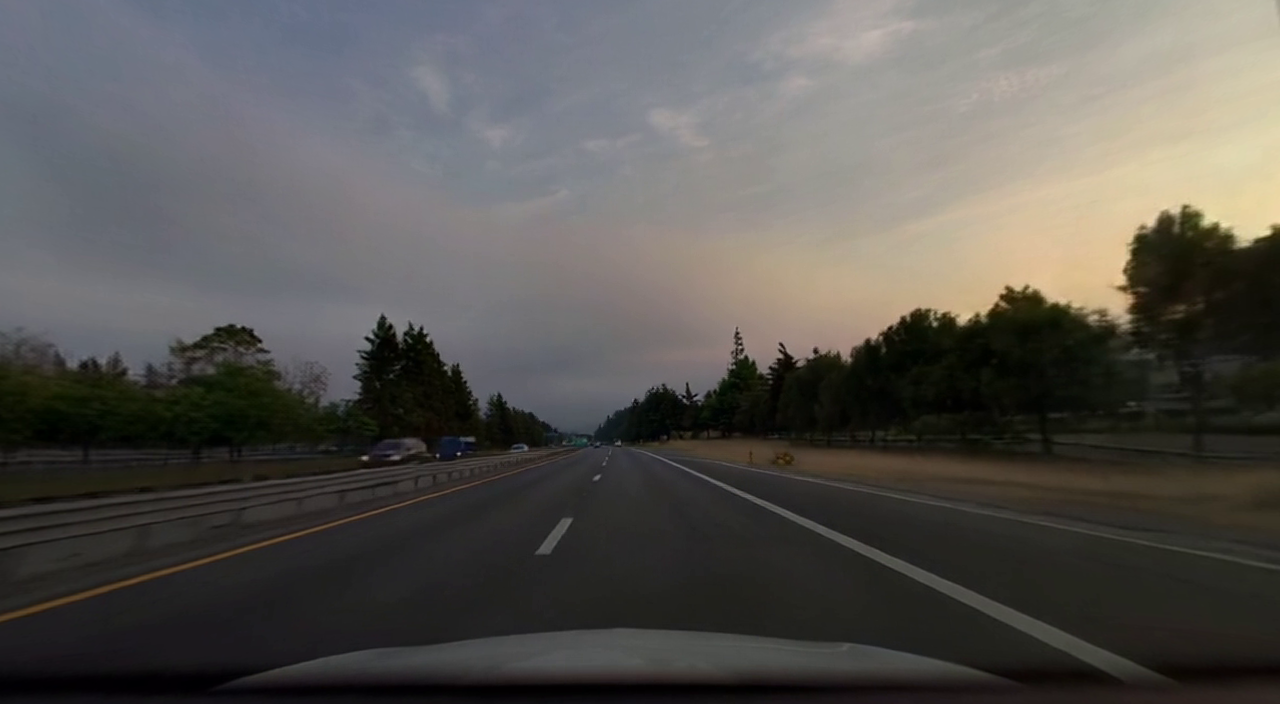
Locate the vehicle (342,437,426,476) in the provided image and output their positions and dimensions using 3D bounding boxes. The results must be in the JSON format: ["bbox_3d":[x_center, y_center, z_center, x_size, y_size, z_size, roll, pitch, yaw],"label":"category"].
[{"bbox_3d":[-12.512,5.130,31.167,2.079,1.724,5.079,0,-8,-1],"label":"vehicle"}]
